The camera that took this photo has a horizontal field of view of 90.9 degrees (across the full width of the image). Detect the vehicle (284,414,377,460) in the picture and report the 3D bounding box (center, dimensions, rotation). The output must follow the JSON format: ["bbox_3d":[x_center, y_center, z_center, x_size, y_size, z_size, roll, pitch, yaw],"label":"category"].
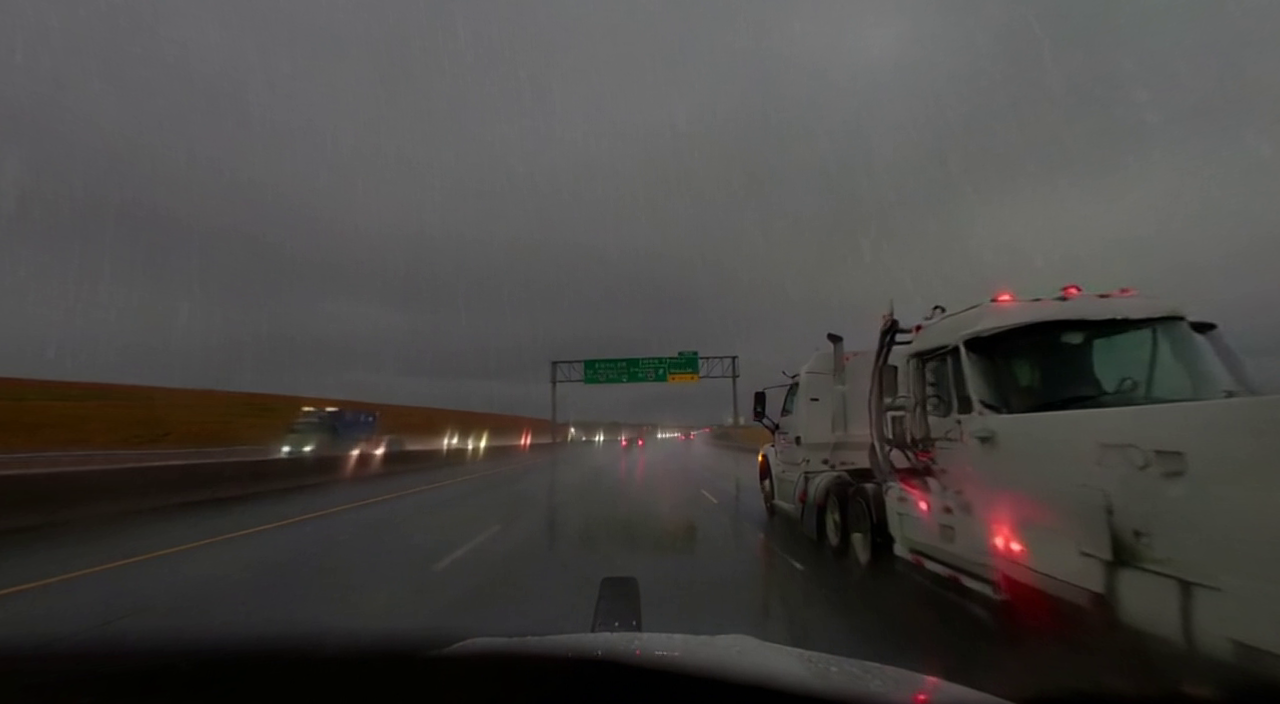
[{"bbox_3d":[-22.305,6.212,45.965,2.663,3.057,7.746,-1,-8,2],"label":"vehicle"}]

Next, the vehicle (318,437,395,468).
[{"bbox_3d":[-14.659,5.193,32.914,1.904,1.518,4.511,0,-8,0],"label":"vehicle"}]

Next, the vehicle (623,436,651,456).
[{"bbox_3d":[-0.233,7.372,49.484,2.140,1.475,3.969,0,-8,0],"label":"vehicle"}]

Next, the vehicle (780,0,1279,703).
[{"bbox_3d":[3.756,-0.443,2.037,2.976,4.077,14.571,0,-8,-1],"label":"vehicle"}]
